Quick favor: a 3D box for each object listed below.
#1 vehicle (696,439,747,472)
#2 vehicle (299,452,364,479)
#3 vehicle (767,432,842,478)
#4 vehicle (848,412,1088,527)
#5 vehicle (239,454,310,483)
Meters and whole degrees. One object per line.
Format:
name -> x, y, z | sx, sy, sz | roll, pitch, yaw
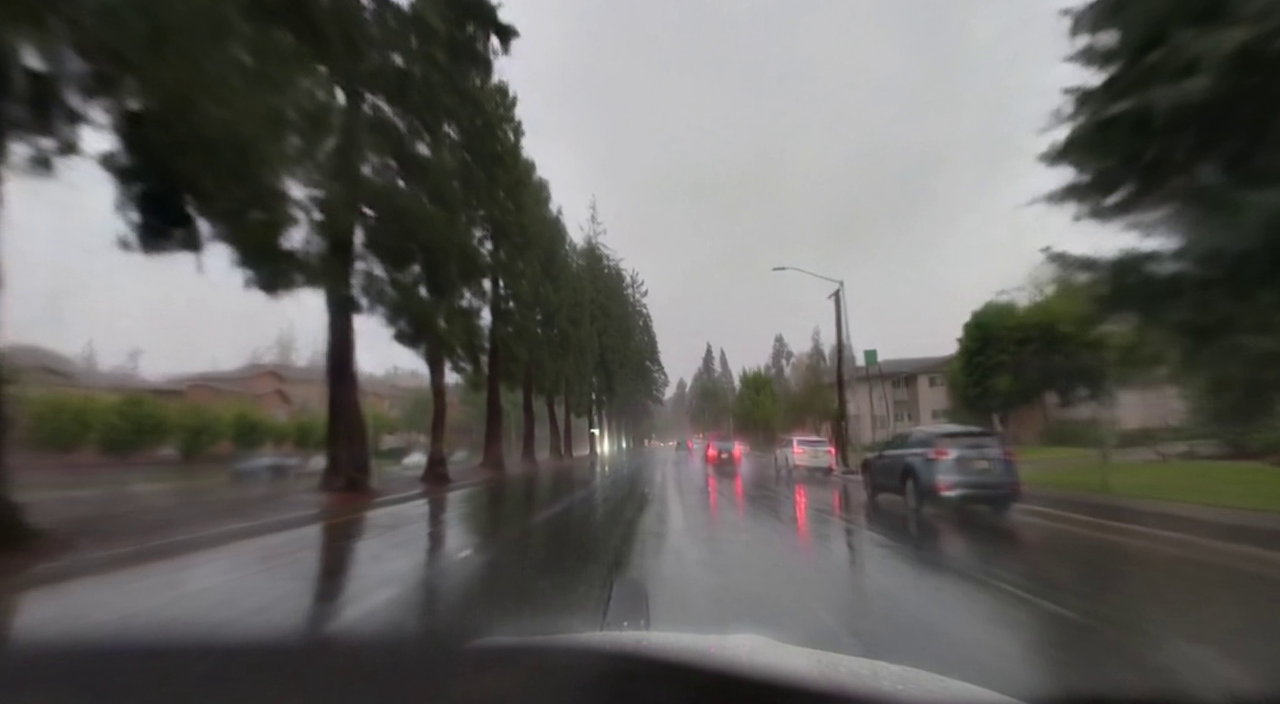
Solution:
vehicle -> 4.020, 5.204, 31.933 | 2.128, 1.502, 4.572 | 0, -8, 2
vehicle -> -21.157, 7.784, 43.454 | 1.882, 1.479, 4.822 | -6, -8, 2
vehicle -> 7.202, 4.579, 28.216 | 2.092, 1.849, 5.068 | 0, -8, 2
vehicle -> 6.649, 2.468, 13.887 | 2.213, 1.949, 5.907 | 0, -8, 1
vehicle -> -21.780, 6.912, 37.689 | 1.780, 1.573, 3.881 | -1, -8, 2
